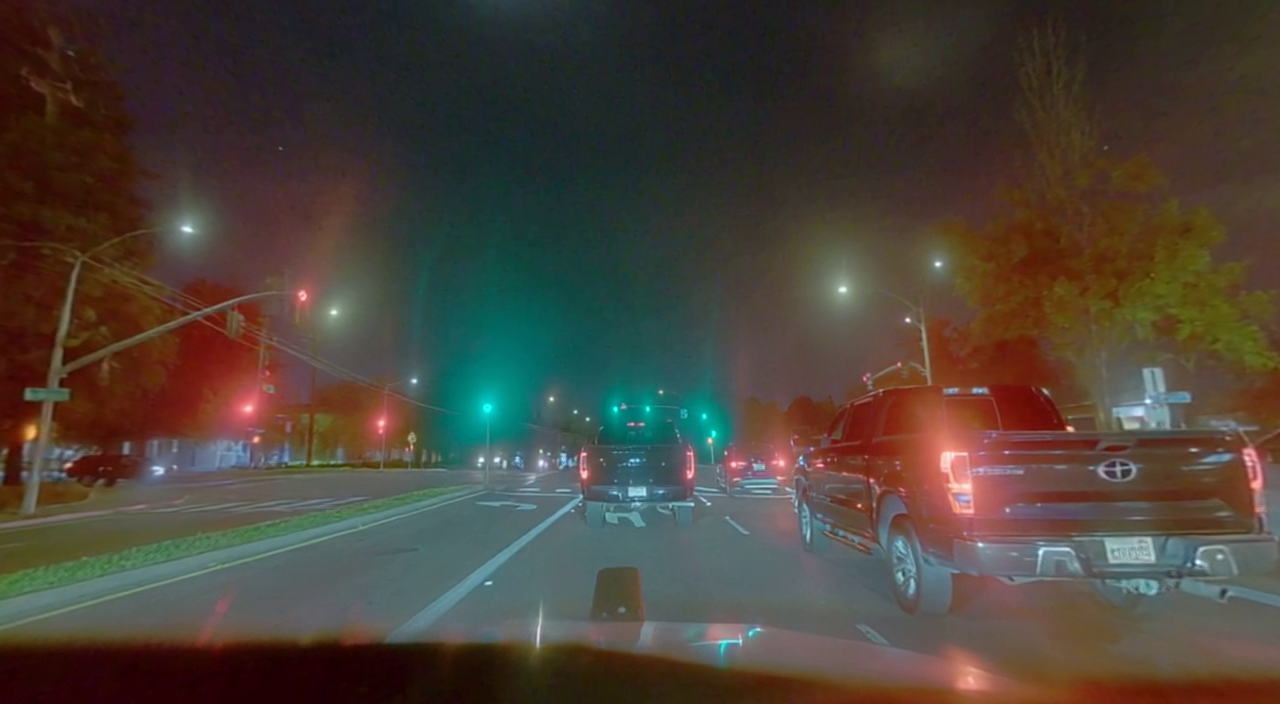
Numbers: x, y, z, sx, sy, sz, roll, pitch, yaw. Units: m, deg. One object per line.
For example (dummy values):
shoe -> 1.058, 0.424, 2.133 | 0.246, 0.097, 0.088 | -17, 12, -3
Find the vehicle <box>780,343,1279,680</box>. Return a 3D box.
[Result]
vehicle -> 3.315, 1.331, 6.561 | 2.412, 1.953, 5.682 | 0, -9, 0

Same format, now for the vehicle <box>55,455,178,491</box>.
vehicle -> -26.586, 6.123, 32.304 | 4.437, 1.669, 1.936 | 5, -10, -30

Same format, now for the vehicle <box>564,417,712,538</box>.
vehicle -> -0.094, 2.285, 12.162 | 2.240, 1.821, 5.001 | 0, -9, -2

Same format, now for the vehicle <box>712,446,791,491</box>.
vehicle -> 3.935, 4.163, 23.052 | 1.995, 1.456, 4.372 | 0, -9, -1
